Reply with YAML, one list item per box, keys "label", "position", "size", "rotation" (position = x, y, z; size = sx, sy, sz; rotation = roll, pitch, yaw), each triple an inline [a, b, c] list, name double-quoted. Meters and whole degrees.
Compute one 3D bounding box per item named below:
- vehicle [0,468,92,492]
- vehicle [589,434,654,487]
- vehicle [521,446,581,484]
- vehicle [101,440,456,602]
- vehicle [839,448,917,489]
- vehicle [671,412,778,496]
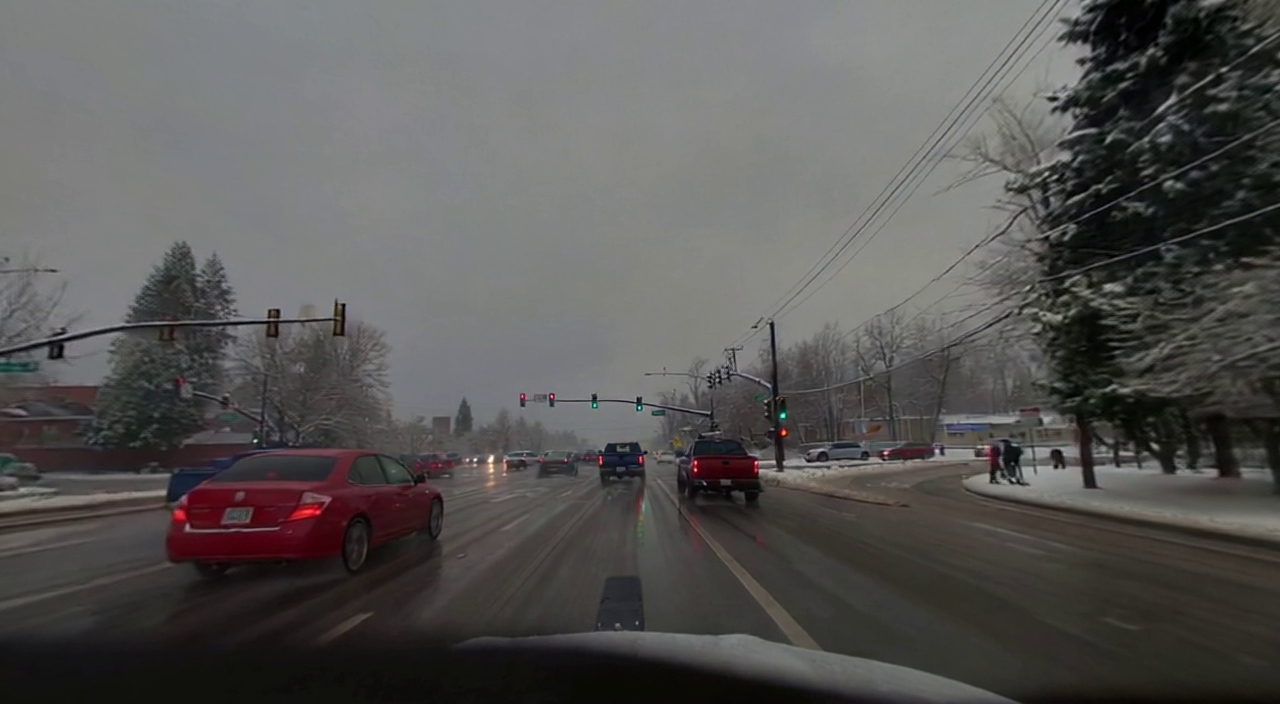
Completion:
- label: "vehicle"
  position: [-39.751, 8.532, 42.207]
  size: [4.309, 1.411, 1.906]
  rotation: [1, -9, -7]
- label: "vehicle"
  position: [-0.721, 4.901, 28.829]
  size: [2.643, 2.145, 5.585]
  rotation: [0, -9, 1]
- label: "vehicle"
  position: [-4.354, 5.597, 31.648]
  size: [2.273, 1.749, 4.385]
  rotation: [0, -9, 1]
- label: "vehicle"
  position: [-4.047, 1.929, 8.219]
  size: [1.939, 1.494, 4.499]
  rotation: [0, -9, 0]
- label: "vehicle"
  position: [9.312, 4.557, 25.055]
  size: [2.212, 1.466, 4.126]
  rotation: [-2, -9, 11]
- label: "vehicle"
  position: [2.834, 3.756, 23.493]
  size: [2.905, 2.636, 6.895]
  rotation: [0, -9, -1]
